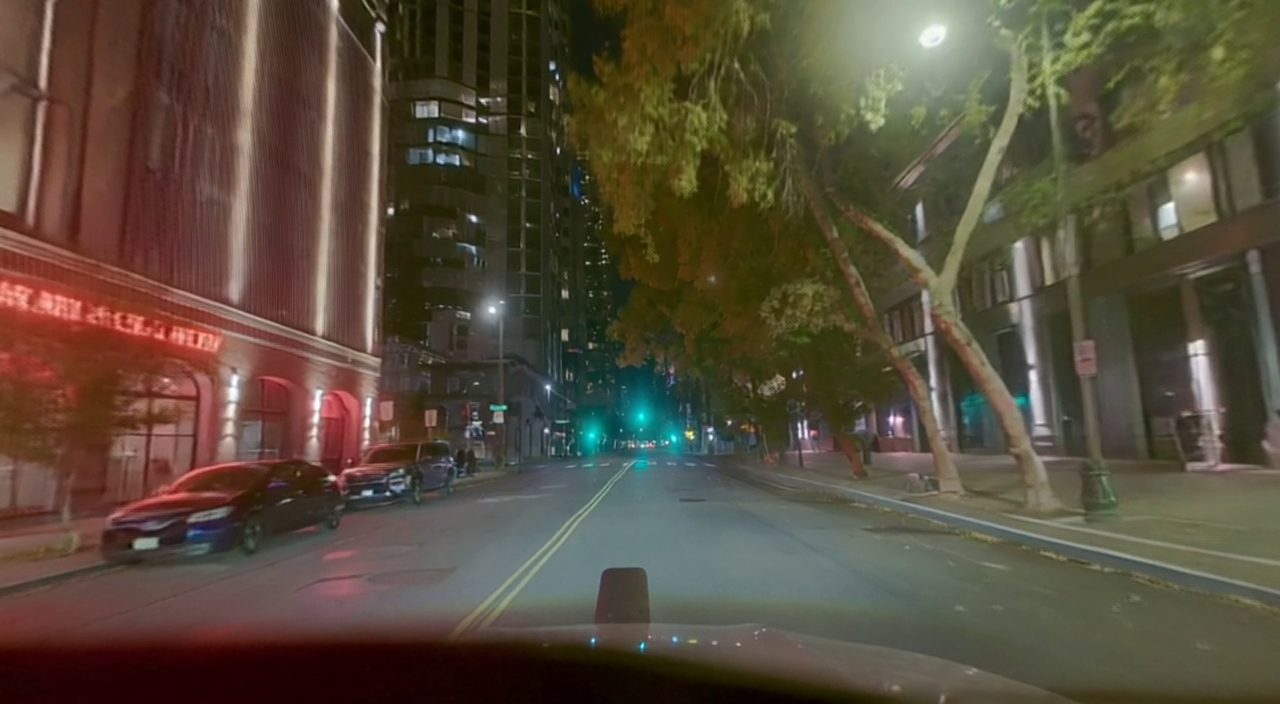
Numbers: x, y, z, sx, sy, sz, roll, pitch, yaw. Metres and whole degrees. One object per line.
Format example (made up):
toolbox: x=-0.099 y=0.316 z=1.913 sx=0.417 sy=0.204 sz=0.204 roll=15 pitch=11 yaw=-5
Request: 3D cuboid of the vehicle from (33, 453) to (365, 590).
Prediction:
vehicle: x=-6.757 y=2.578 z=10.619 sx=2.270 sy=1.539 sz=4.855 roll=-4 pitch=-9 yaw=-2

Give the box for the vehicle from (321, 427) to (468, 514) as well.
vehicle: x=-6.514 y=3.181 z=17.428 sx=2.273 sy=1.871 sz=4.920 roll=-4 pitch=-9 yaw=-2
